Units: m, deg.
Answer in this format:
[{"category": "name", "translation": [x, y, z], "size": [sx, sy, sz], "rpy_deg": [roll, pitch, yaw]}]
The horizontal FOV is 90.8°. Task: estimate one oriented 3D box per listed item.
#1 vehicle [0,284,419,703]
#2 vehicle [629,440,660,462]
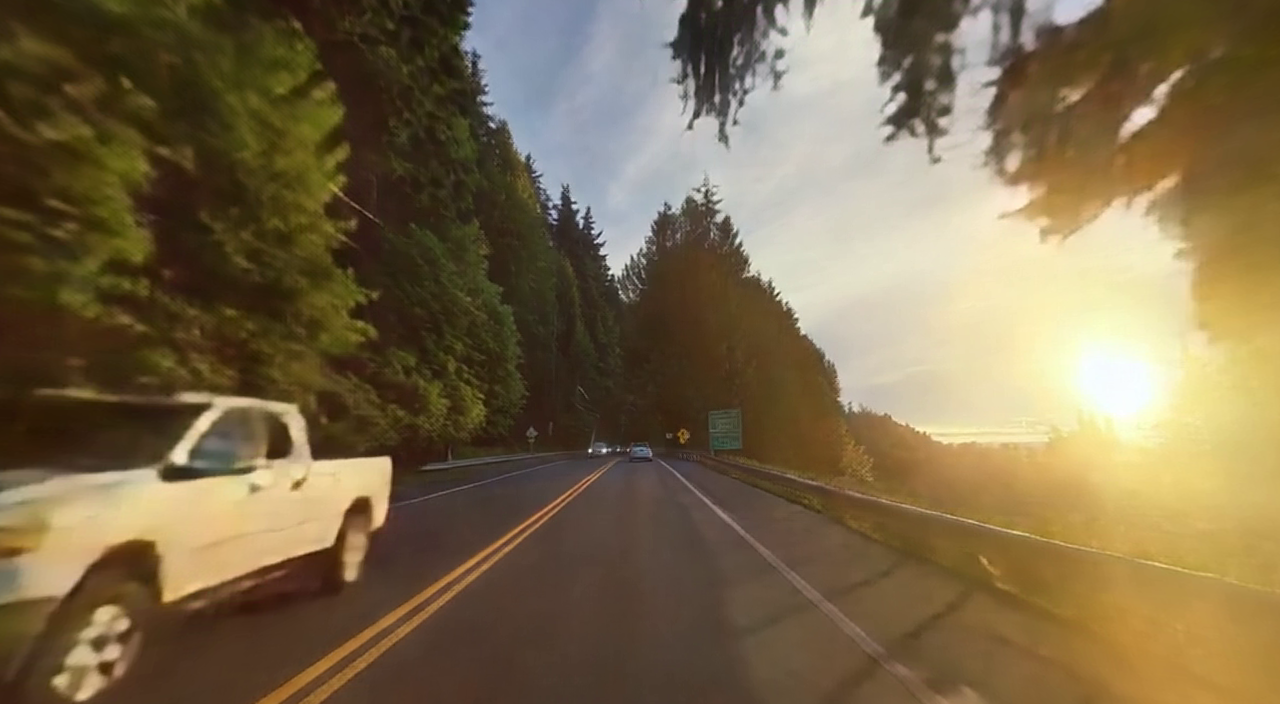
[{"category": "vehicle", "translation": [-3.987, 1.096, 4.871], "size": [2.441, 2.113, 5.738], "rpy_deg": [0, -9, 0]}, {"category": "vehicle", "translation": [0.302, 6.955, 44.353], "size": [2.067, 1.486, 3.861], "rpy_deg": [0, -9, 0]}]
